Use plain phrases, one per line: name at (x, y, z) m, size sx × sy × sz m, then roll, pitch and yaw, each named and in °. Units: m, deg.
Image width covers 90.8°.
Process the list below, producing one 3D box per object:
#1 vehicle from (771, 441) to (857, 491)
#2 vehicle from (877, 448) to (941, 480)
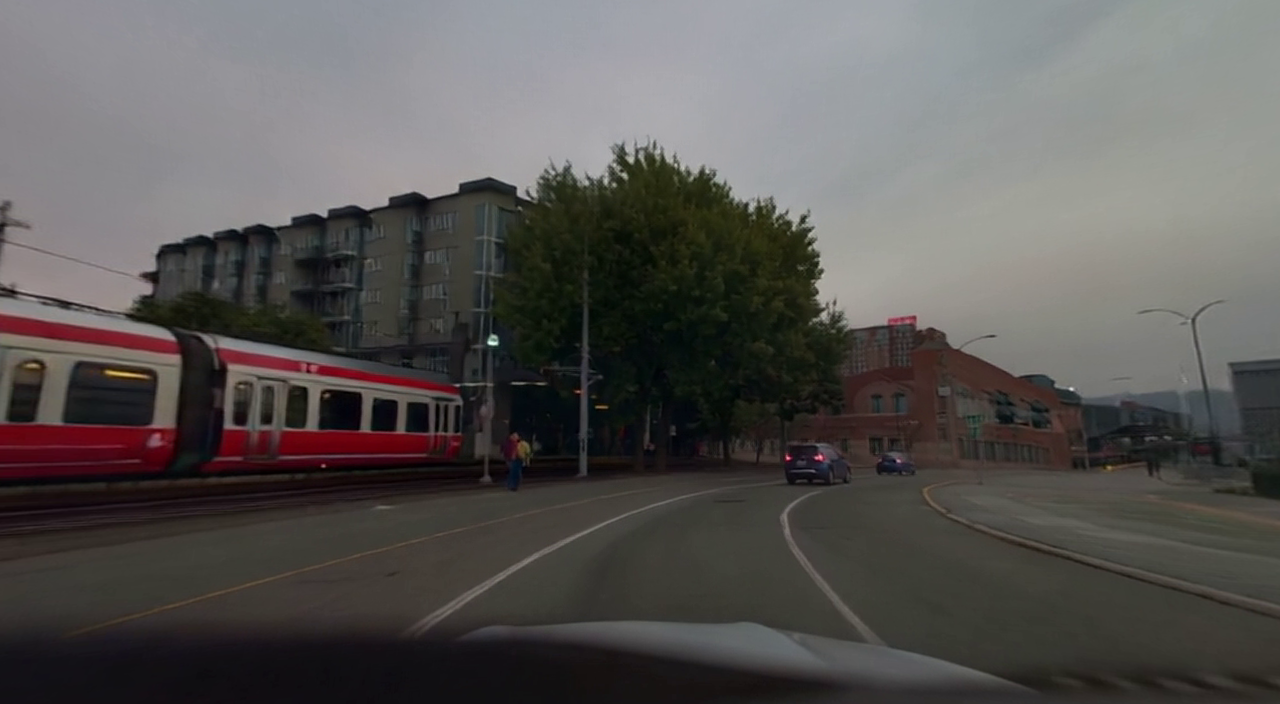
vehicle at (7.049, 4.479, 25.268) m, size 2.263 × 1.765 × 4.237 m, roll -5°, pitch -10°, yaw 29°
vehicle at (15.992, 6.571, 37.396) m, size 2.010 × 1.725 × 4.320 m, roll -8°, pitch -11°, yaw 43°
